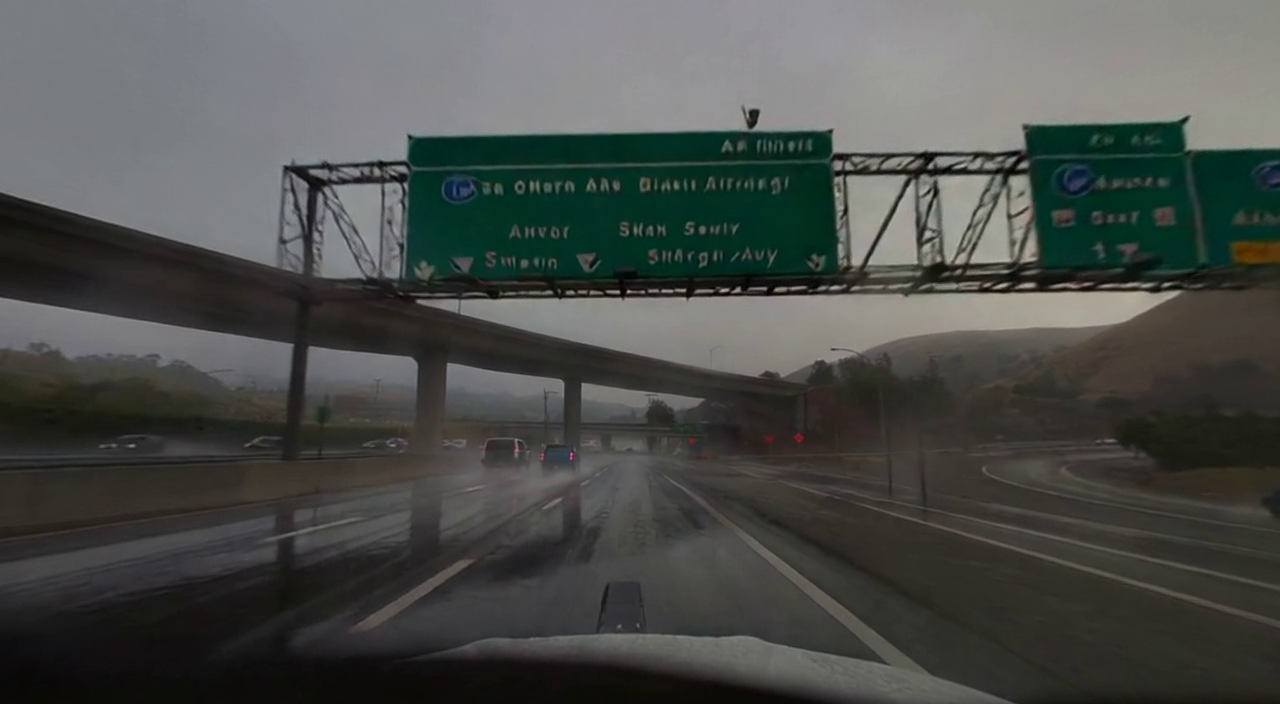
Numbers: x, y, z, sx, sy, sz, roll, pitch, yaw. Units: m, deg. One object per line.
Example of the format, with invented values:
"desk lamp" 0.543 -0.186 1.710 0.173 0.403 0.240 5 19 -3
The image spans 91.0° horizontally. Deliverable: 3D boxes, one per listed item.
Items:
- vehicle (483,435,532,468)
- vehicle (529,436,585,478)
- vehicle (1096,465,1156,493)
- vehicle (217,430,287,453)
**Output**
"vehicle" -8.366 6.351 40.245 2.132 1.984 4.639 0 -9 -1
"vehicle" -4.008 5.171 31.275 2.144 1.847 4.850 0 -9 0
"vehicle" 31.150 8.100 40.479 1.944 1.528 4.123 -4 -9 22
"vehicle" -30.493 7.102 49.711 1.941 1.677 5.525 0 -9 0
